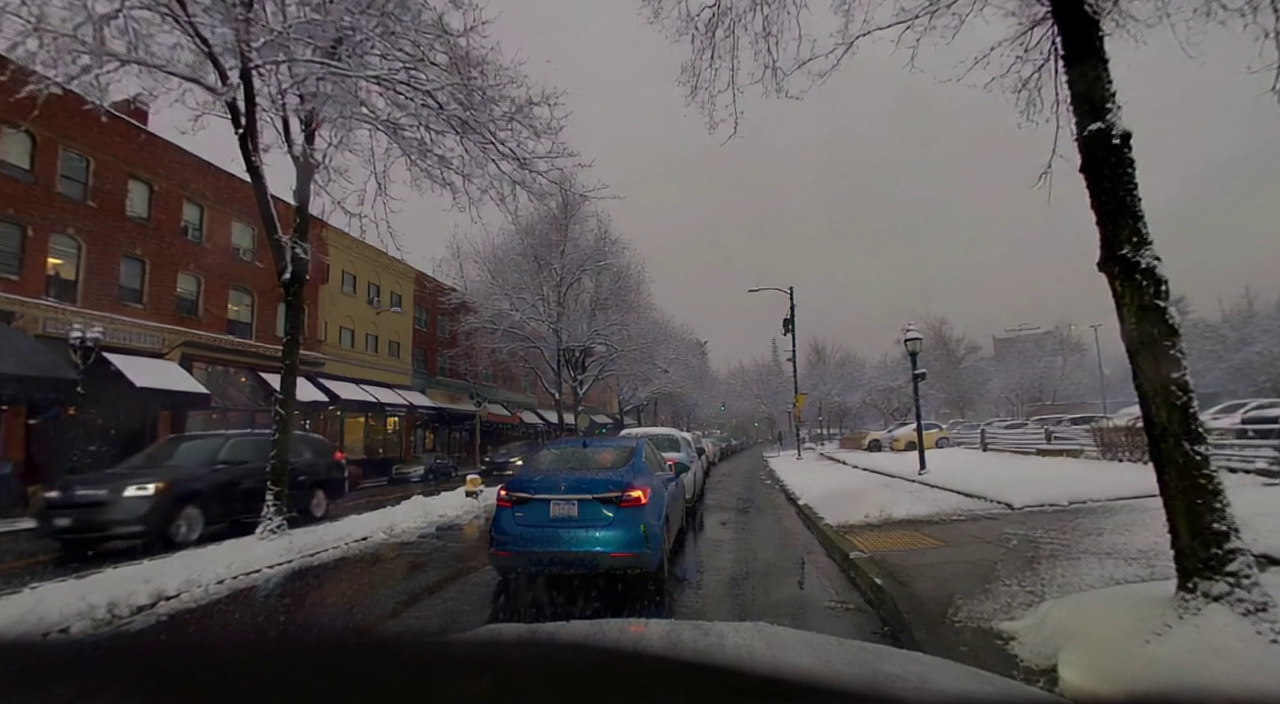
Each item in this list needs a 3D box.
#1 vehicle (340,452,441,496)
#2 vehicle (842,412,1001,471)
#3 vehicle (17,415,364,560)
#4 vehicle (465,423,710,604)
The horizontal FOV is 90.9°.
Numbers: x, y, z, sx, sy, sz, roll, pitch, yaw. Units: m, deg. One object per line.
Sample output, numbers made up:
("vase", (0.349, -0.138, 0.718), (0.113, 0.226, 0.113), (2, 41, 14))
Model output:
("vehicle", (-10.260, 5.028, 26.279), (1.826, 1.432, 4.556), (-7, -9, 8))
("vehicle", (9.014, 2.832, 20.218), (4.558, 1.528, 1.915), (0, -8, -23))
("vehicle", (-7.017, 2.147, 10.728), (2.071, 1.811, 4.711), (-4, -9, 7))
("vehicle", (-0.260, 1.641, 7.339), (1.939, 1.478, 3.922), (-2, -8, 9))
